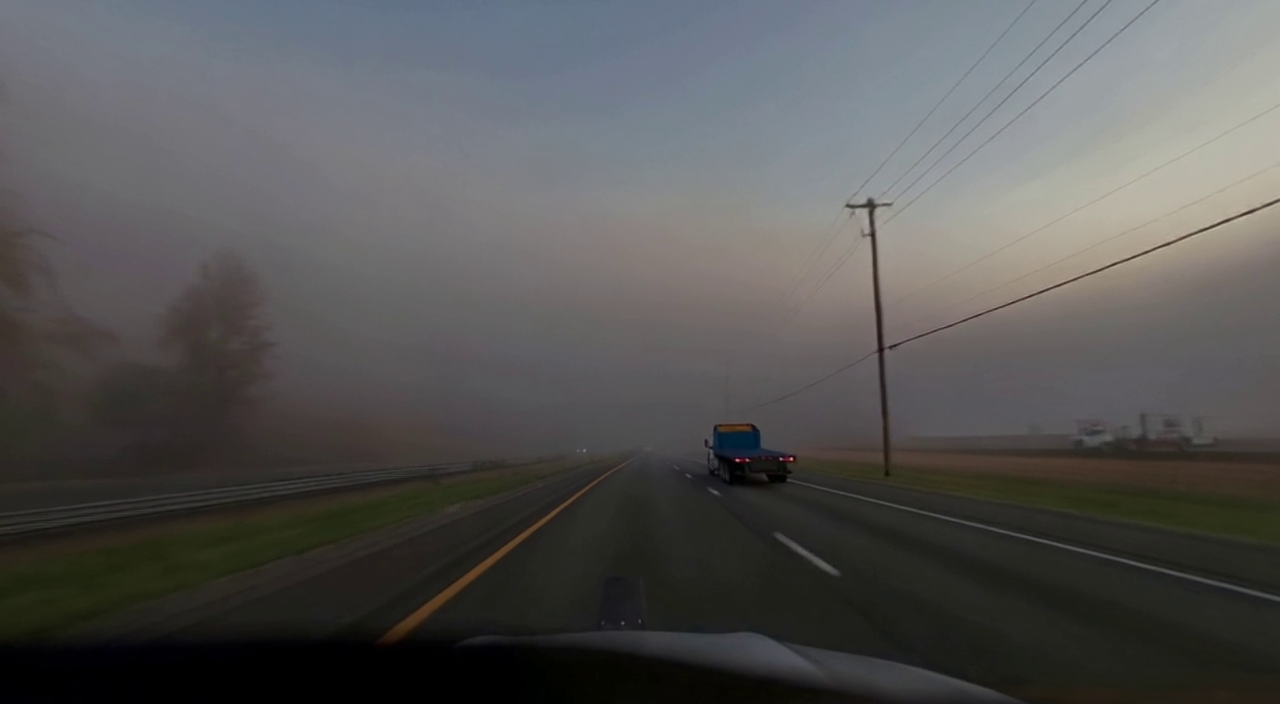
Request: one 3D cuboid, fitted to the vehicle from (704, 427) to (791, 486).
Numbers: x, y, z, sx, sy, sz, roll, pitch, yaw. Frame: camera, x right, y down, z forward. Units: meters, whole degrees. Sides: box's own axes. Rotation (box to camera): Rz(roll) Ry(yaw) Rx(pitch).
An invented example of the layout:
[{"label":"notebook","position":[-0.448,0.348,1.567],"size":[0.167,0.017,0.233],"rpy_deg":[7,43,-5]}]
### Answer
[{"label":"vehicle","position":[3.705,3.749,22.801],"size":[2.228,1.852,5.449],"rpy_deg":[0,-8,0]}]
